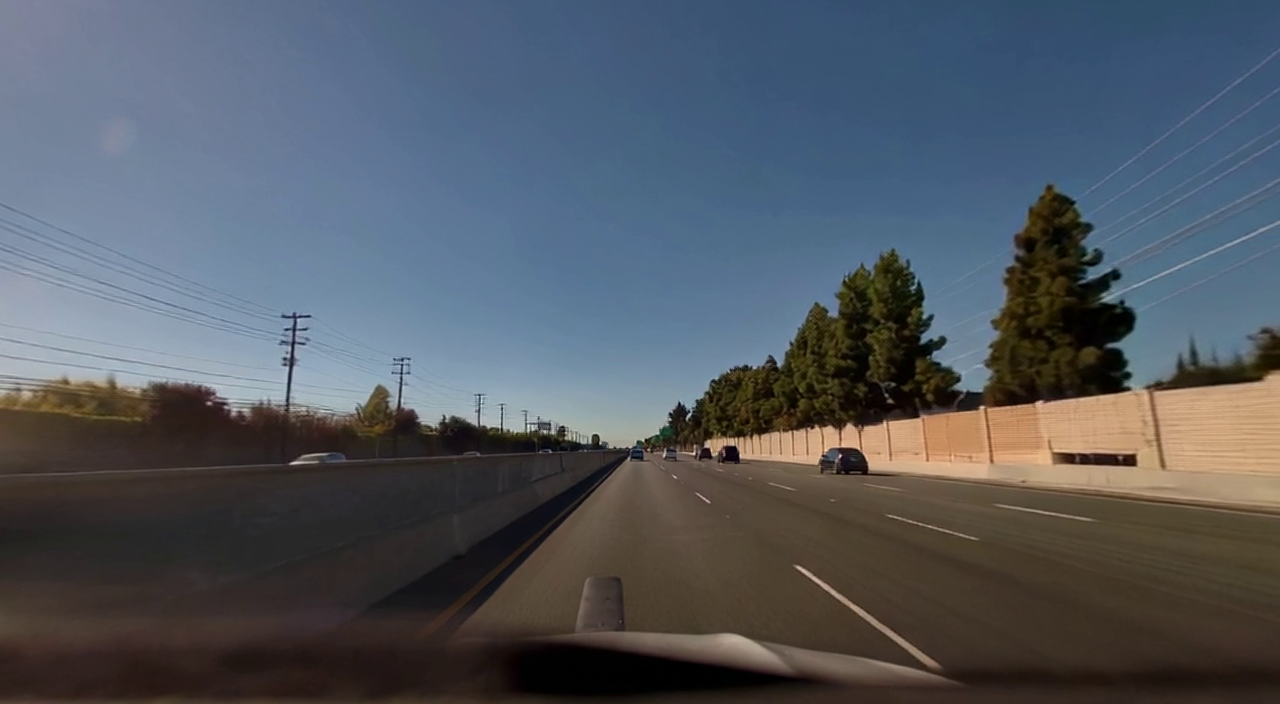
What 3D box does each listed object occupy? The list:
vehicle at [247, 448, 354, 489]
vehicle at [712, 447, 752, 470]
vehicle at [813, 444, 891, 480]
[{"bbox_3d":[-16.860,5.795,31.849,2.162,1.854,5.743,0,-9,0],"label":"vehicle"},{"bbox_3d":[6.449,7.474,44.754,2.069,1.520,4.614,0,-9,-1],"label":"vehicle"},{"bbox_3d":[9.633,5.011,29.159,1.969,1.506,4.422,0,-9,-2],"label":"vehicle"}]
